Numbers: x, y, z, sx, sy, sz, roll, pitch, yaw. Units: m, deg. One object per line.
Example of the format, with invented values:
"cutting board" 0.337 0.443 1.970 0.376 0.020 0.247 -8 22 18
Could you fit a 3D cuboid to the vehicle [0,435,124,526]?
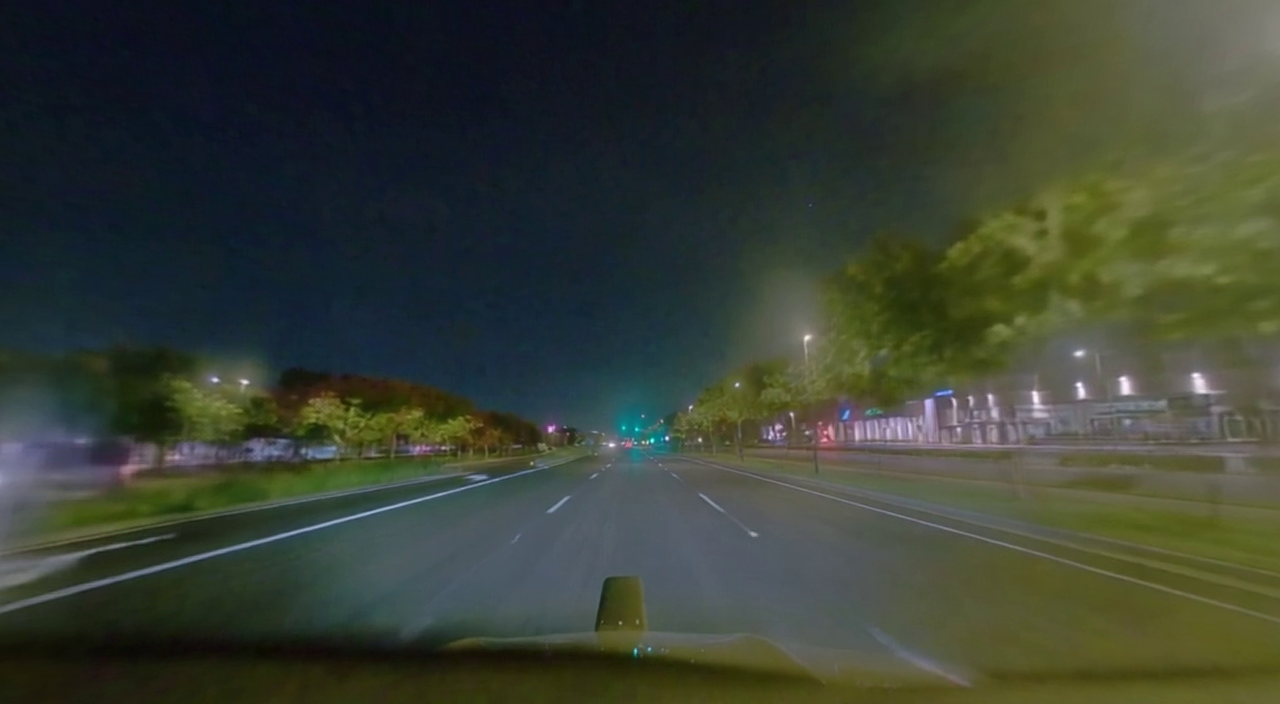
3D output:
"vehicle" -13.638 2.592 12.783 2.133 1.770 5.049 0 -8 -1
